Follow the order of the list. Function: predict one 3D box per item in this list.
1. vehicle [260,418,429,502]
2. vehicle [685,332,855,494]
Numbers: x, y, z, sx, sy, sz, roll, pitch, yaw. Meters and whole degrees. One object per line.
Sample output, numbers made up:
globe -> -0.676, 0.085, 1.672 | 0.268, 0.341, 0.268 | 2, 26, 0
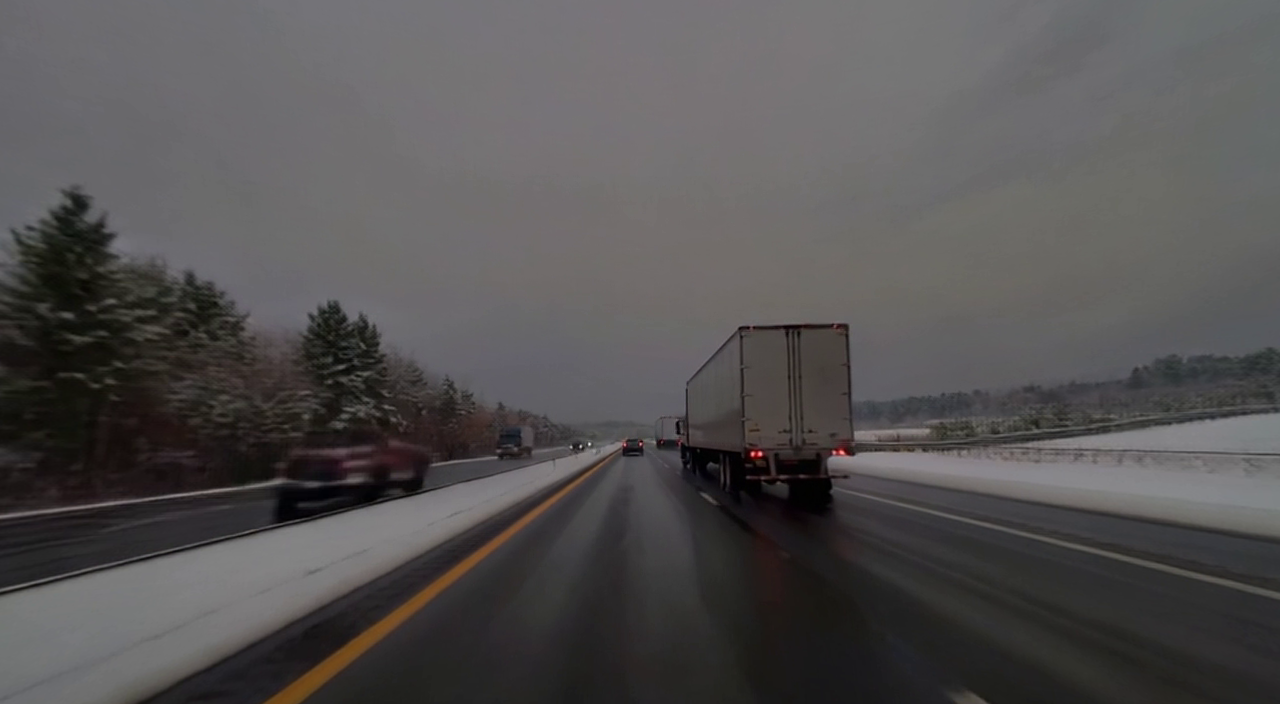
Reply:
vehicle -> -7.813, 2.875, 17.332 | 2.339, 1.965, 4.856 | 0, -8, -1
vehicle -> 3.691, 2.422, 22.541 | 2.919, 4.004, 13.911 | 0, -8, -1
